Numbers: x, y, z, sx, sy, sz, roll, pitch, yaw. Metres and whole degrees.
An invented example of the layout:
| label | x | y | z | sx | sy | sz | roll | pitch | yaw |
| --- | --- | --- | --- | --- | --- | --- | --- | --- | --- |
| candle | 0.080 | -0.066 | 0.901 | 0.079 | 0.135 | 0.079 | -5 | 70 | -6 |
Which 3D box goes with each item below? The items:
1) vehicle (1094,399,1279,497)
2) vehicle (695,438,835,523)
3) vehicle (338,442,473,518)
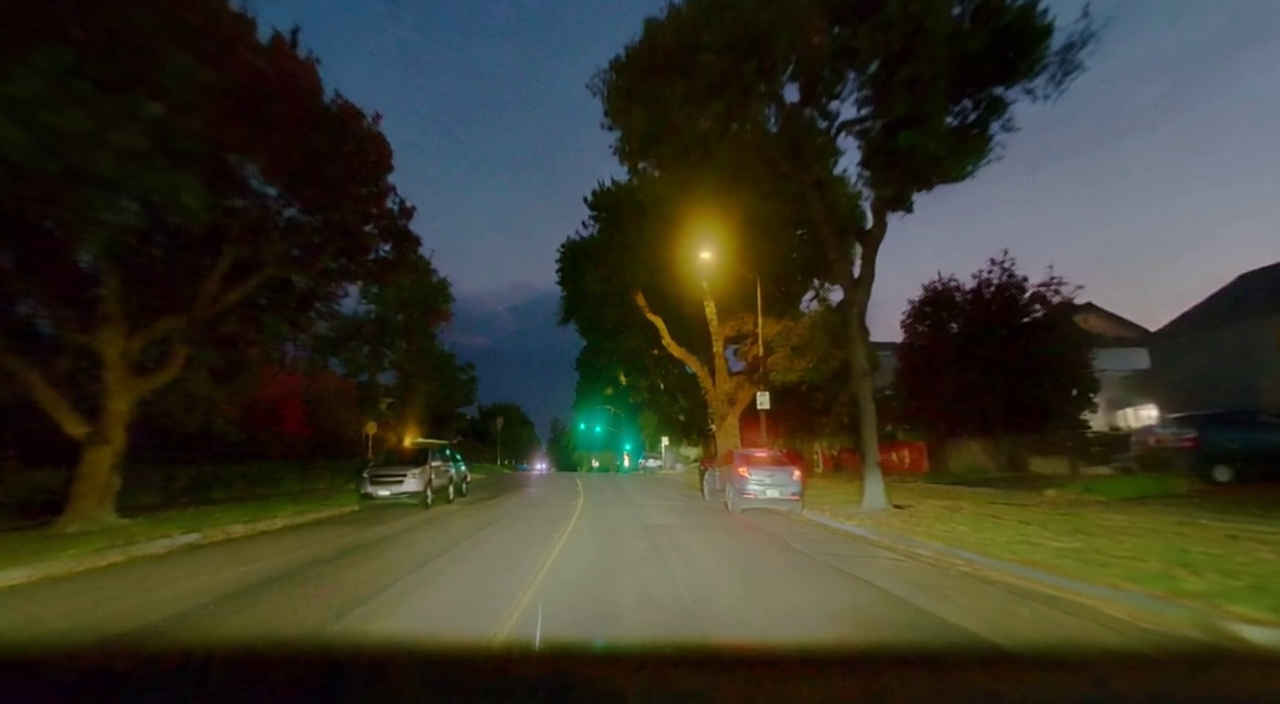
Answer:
| label | x | y | z | sx | sy | sz | roll | pitch | yaw |
| --- | --- | --- | --- | --- | --- | --- | --- | --- | --- |
| vehicle | 11.257 | 1.668 | 10.994 | 4.973 | 1.579 | 1.934 | -2 | -9 | 12 |
| vehicle | 2.786 | 2.984 | 15.247 | 2.163 | 1.742 | 4.239 | 1 | -9 | -6 |
| vehicle | -5.953 | 3.238 | 16.704 | 2.051 | 1.575 | 4.581 | -2 | -7 | -3 |
